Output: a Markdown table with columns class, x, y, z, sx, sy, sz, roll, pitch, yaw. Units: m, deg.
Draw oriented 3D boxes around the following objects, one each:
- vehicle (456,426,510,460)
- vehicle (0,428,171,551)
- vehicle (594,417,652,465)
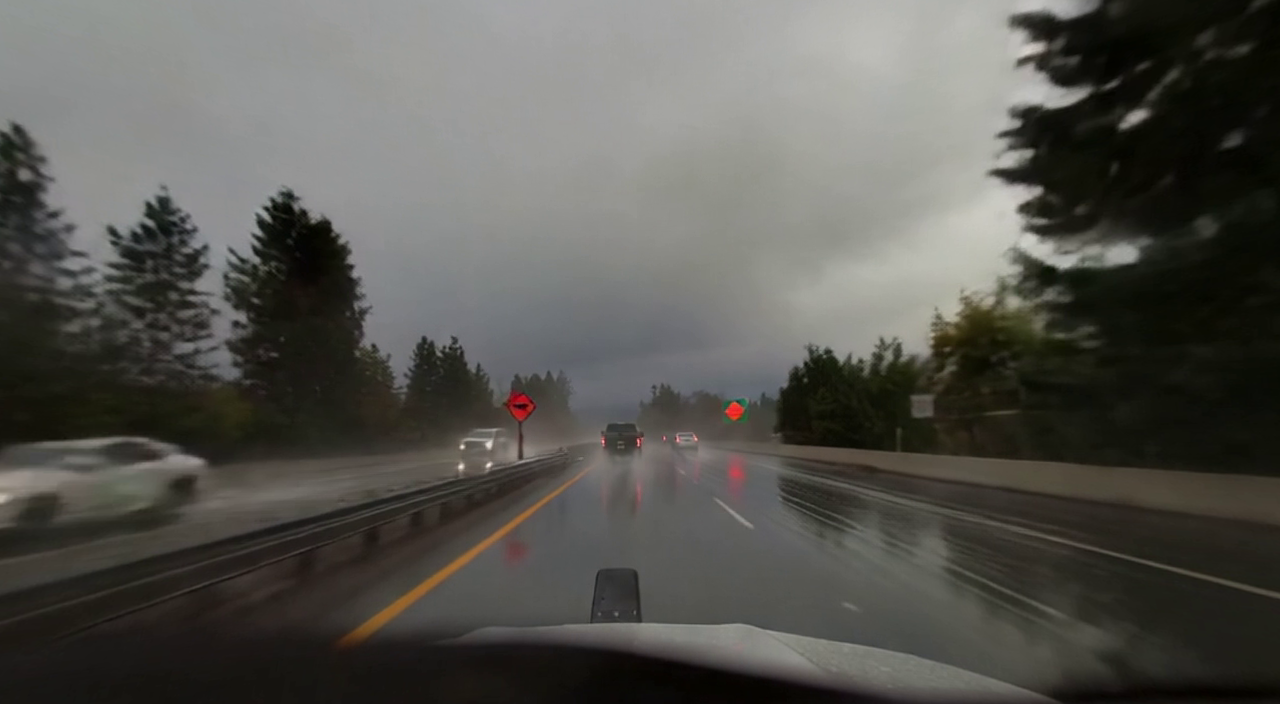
| class | x | y | z | sx | sy | sz | roll | pitch | yaw |
| --- | --- | --- | --- | --- | --- | --- | --- | --- | --- |
| vehicle | -9.629 | 5.625 | 39.134 | 2.120 | 1.905 | 5.052 | 0 | -8 | -1 |
| vehicle | -9.197 | 1.885 | 8.922 | 1.939 | 1.568 | 4.109 | 0 | -8 | -1 |
| vehicle | -0.772 | 4.103 | 29.166 | 2.503 | 2.044 | 4.633 | 0 | -8 | -1 |
